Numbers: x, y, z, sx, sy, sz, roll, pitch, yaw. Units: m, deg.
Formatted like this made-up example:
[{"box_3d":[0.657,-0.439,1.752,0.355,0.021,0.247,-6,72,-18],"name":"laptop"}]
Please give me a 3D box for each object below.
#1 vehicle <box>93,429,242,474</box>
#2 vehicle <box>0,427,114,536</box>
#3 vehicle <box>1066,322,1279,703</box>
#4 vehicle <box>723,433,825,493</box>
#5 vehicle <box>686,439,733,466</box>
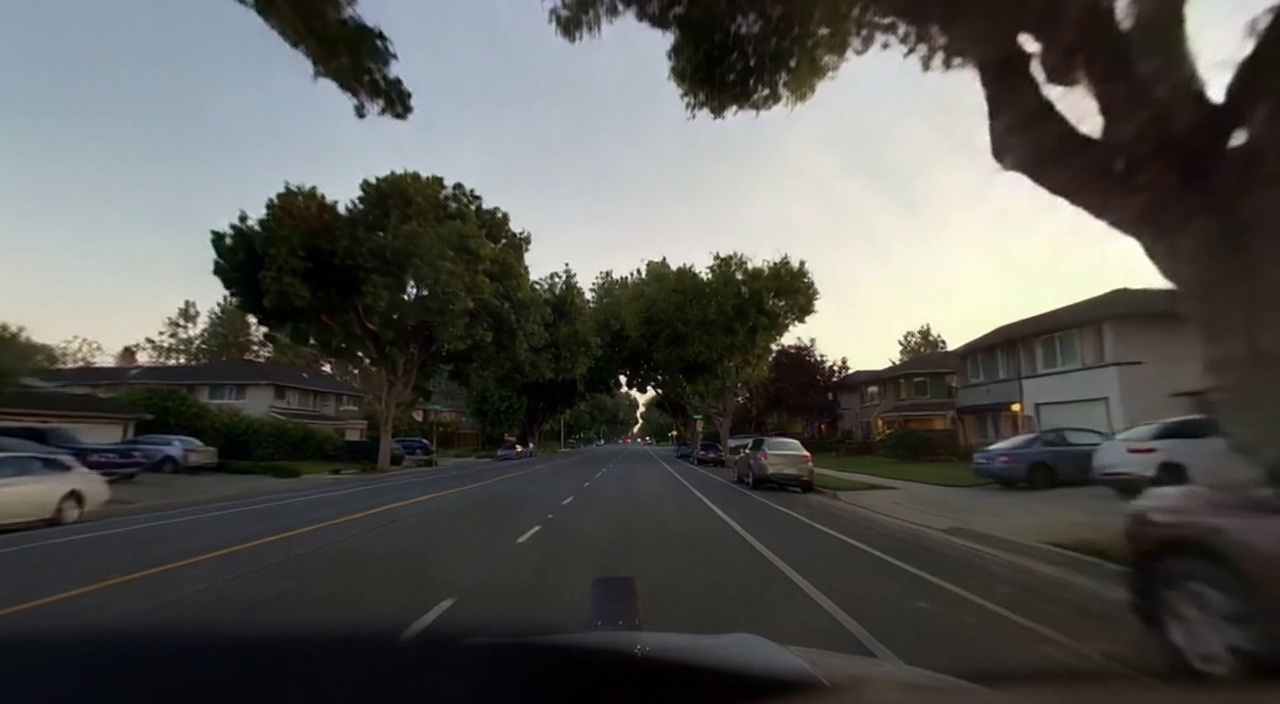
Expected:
[{"box_3d":[-19.165,4.042,25.791,4.484,1.733,1.913,0,-8,0],"name":"vehicle"},{"box_3d":[-10.855,2.050,9.712,1.964,1.667,4.217,-3,-9,-2],"name":"vehicle"},{"box_3d":[3.940,0.673,1.695,2.120,1.916,4.836,0,-8,-1],"name":"vehicle"},{"box_3d":[3.997,3.394,19.754,1.999,1.615,4.513,1,-8,-3],"name":"vehicle"},{"box_3d":[4.010,5.916,37.345,1.997,1.510,4.555,1,-8,-3],"name":"vehicle"}]
